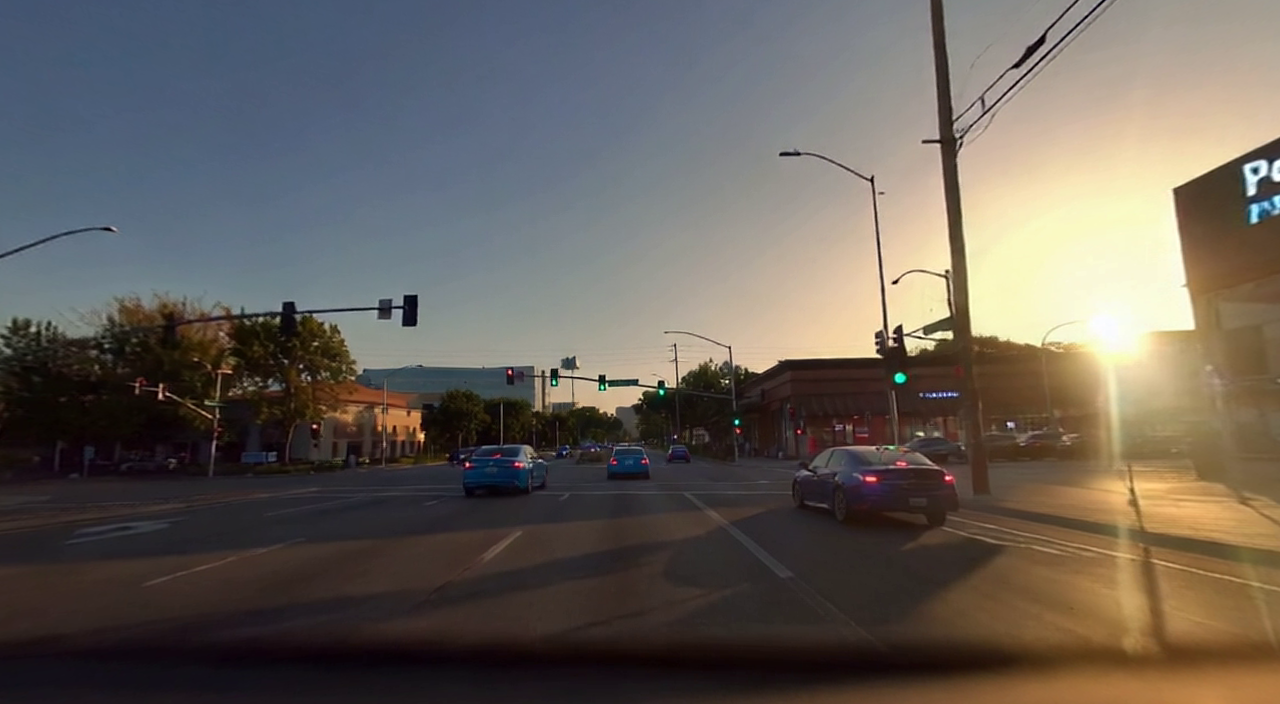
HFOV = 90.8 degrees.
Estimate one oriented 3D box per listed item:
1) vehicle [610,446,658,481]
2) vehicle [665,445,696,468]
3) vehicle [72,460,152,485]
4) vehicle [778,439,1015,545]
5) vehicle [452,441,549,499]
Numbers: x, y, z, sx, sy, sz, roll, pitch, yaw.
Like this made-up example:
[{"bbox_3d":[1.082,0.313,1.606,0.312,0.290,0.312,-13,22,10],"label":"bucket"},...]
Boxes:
[{"bbox_3d":[-0.315,5.175,29.574,2.072,1.473,4.139,0,-8,-1],"label":"vehicle"},{"bbox_3d":[3.005,7.851,47.722,1.986,1.660,4.006,0,-8,-2],"label":"vehicle"},{"bbox_3d":[-37.498,8.544,44.934,3.931,1.653,2.134,-1,-9,7],"label":"vehicle"},{"bbox_3d":[4.215,2.365,11.537,2.119,1.479,4.910,0,-8,-2],"label":"vehicle"},{"bbox_3d":[-4.195,3.625,19.857,2.035,1.564,4.702,0,-8,-1],"label":"vehicle"}]
